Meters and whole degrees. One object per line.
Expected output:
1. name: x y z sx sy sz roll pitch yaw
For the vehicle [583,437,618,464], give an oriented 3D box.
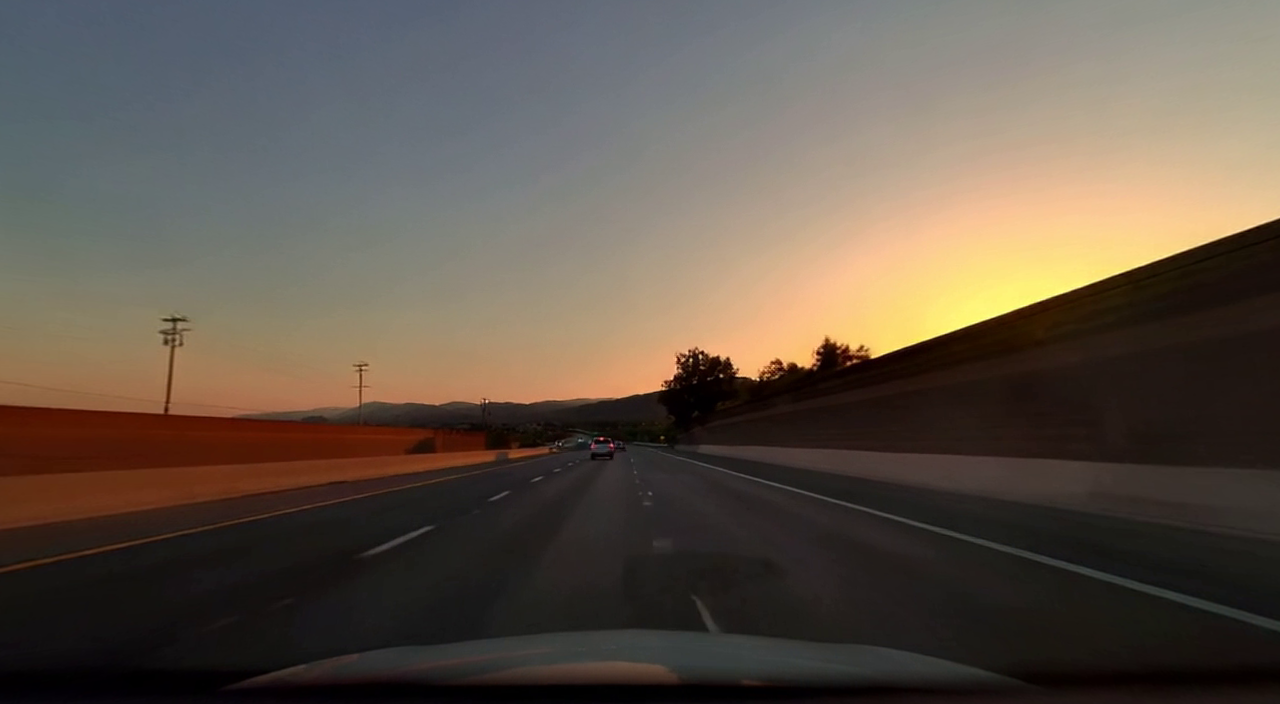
1. vehicle: -2.443 6.230 39.904 2.111 1.635 4.177 0 -8 -2
